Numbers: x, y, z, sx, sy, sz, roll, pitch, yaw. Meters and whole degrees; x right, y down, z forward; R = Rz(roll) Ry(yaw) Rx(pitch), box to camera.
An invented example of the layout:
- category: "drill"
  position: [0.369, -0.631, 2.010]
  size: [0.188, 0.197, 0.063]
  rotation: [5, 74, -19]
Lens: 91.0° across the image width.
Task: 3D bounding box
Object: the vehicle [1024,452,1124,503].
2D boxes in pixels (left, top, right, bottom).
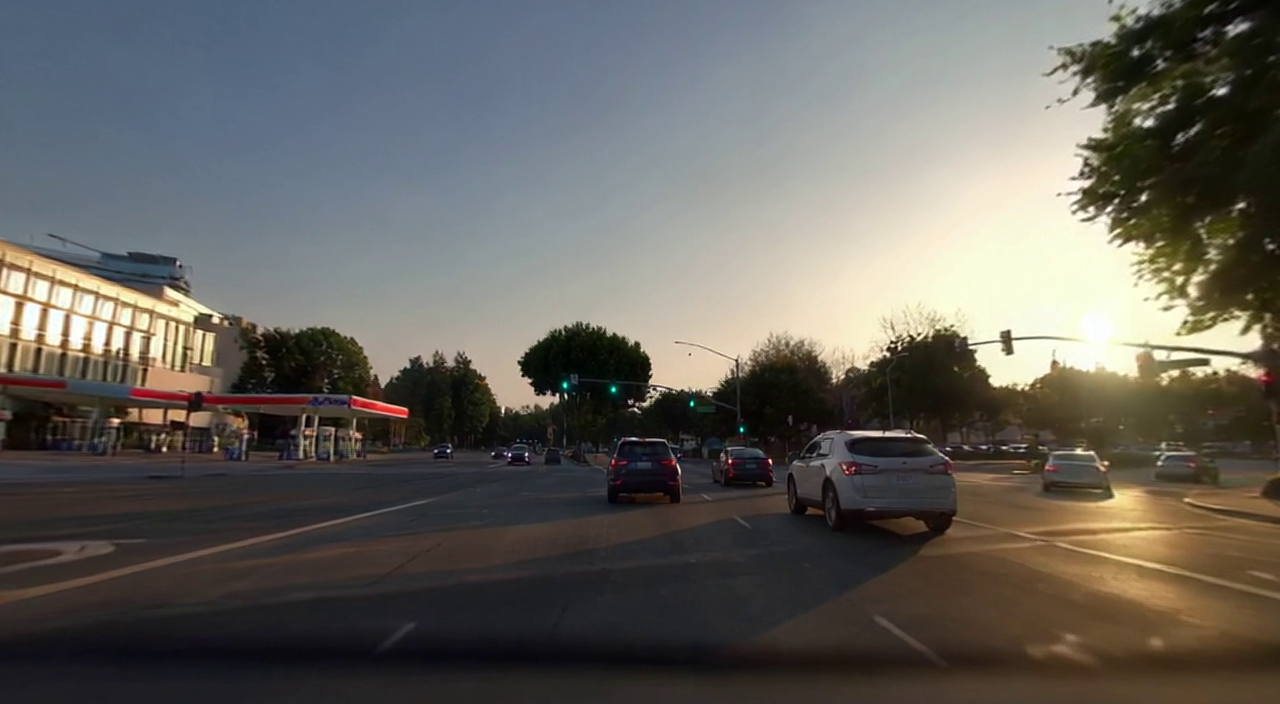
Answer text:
- category: "vehicle"
  position: [14.668, 4.189, 21.548]
  size: [2.057, 1.473, 4.462]
  rotation: [-4, -9, 25]

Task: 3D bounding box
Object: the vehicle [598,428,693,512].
- category: "vehicle"
  position: [0.101, 2.871, 15.762]
  size: [2.051, 1.798, 4.168]
  rotation: [0, -8, -1]

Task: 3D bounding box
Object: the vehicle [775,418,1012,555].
- category: "vehicle"
  position: [3.741, 2.049, 10.306]
  size: [2.000, 1.745, 4.206]
  rotation: [0, -8, -2]

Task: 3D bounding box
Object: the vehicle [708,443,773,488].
- category: "vehicle"
  position: [3.801, 4.346, 24.392]
  size: [1.800, 1.592, 3.658]
  rotation: [0, -8, -2]

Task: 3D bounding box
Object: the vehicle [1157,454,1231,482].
- category: "vehicle"
  position: [34.656, 7.196, 39.355]
  size: [4.636, 1.542, 2.096]
  rotation: [5, -10, -32]
